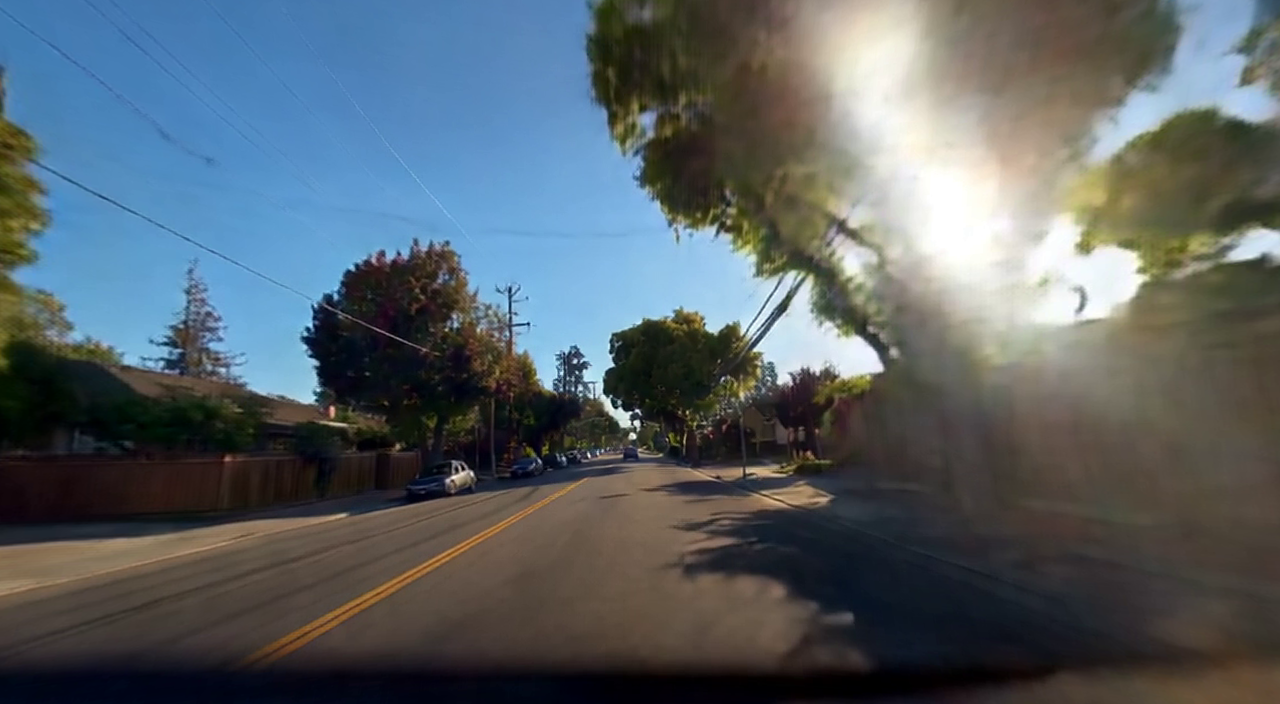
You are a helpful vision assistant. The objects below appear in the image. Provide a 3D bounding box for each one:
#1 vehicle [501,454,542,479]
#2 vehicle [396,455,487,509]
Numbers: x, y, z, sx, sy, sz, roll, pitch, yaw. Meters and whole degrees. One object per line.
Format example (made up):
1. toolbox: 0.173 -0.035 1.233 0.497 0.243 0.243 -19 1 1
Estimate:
1. vehicle: -7.761 7.510 41.650 1.949 1.512 3.818 0 -9 0
2. vehicle: -7.259 4.764 23.588 1.869 1.442 4.344 -9 -8 -1
